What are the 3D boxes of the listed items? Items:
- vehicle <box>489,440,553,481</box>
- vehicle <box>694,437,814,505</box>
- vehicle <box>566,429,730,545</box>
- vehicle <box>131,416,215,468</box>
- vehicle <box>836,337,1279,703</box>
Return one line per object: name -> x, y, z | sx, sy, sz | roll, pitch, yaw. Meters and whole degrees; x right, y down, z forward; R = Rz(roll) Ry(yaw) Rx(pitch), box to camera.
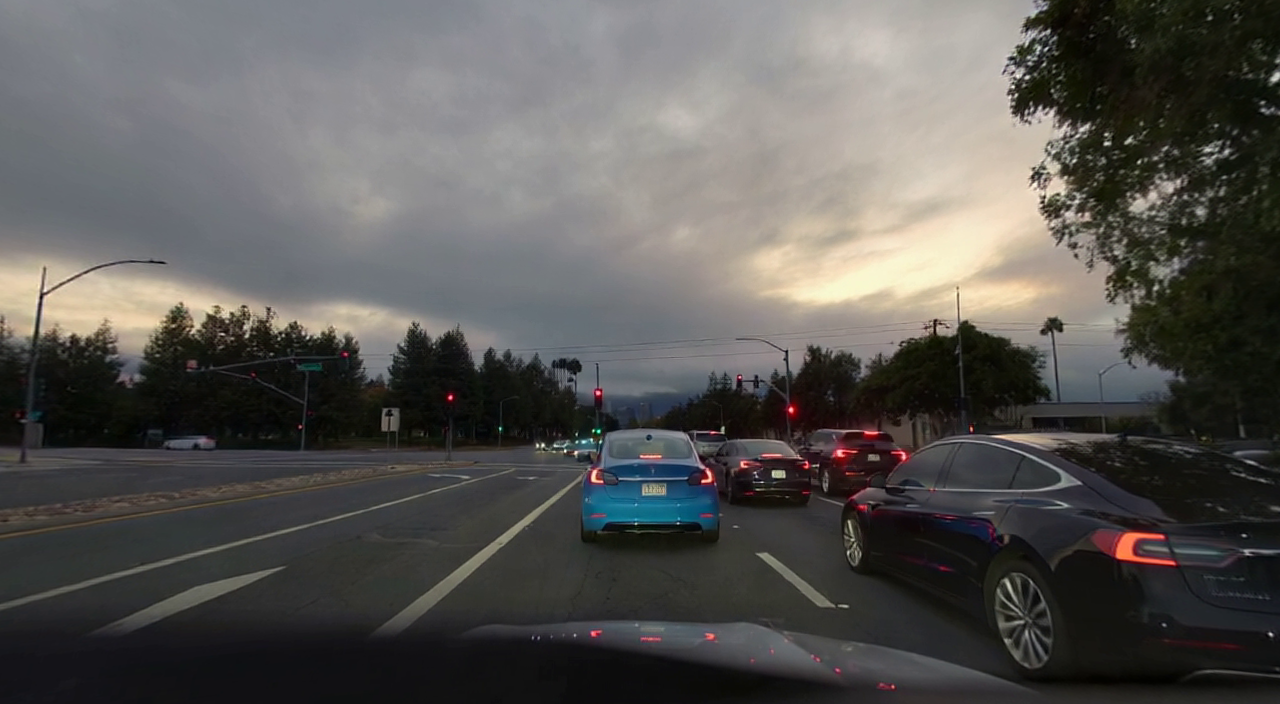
vehicle -> -4.643, 4.288, 25.255 | 1.972, 1.457, 4.171 | 0, -8, -4
vehicle -> 2.690, 2.930, 16.036 | 2.058, 1.466, 4.208 | 0, -8, -3
vehicle -> 0.025, 2.084, 10.460 | 2.147, 1.499, 4.240 | 0, -8, -2
vehicle -> -29.259, 5.627, 39.691 | 2.608, 2.990, 3.026 | 2, -8, 3
vehicle -> 3.182, 1.104, 4.293 | 2.167, 1.676, 4.443 | 0, -8, -1
